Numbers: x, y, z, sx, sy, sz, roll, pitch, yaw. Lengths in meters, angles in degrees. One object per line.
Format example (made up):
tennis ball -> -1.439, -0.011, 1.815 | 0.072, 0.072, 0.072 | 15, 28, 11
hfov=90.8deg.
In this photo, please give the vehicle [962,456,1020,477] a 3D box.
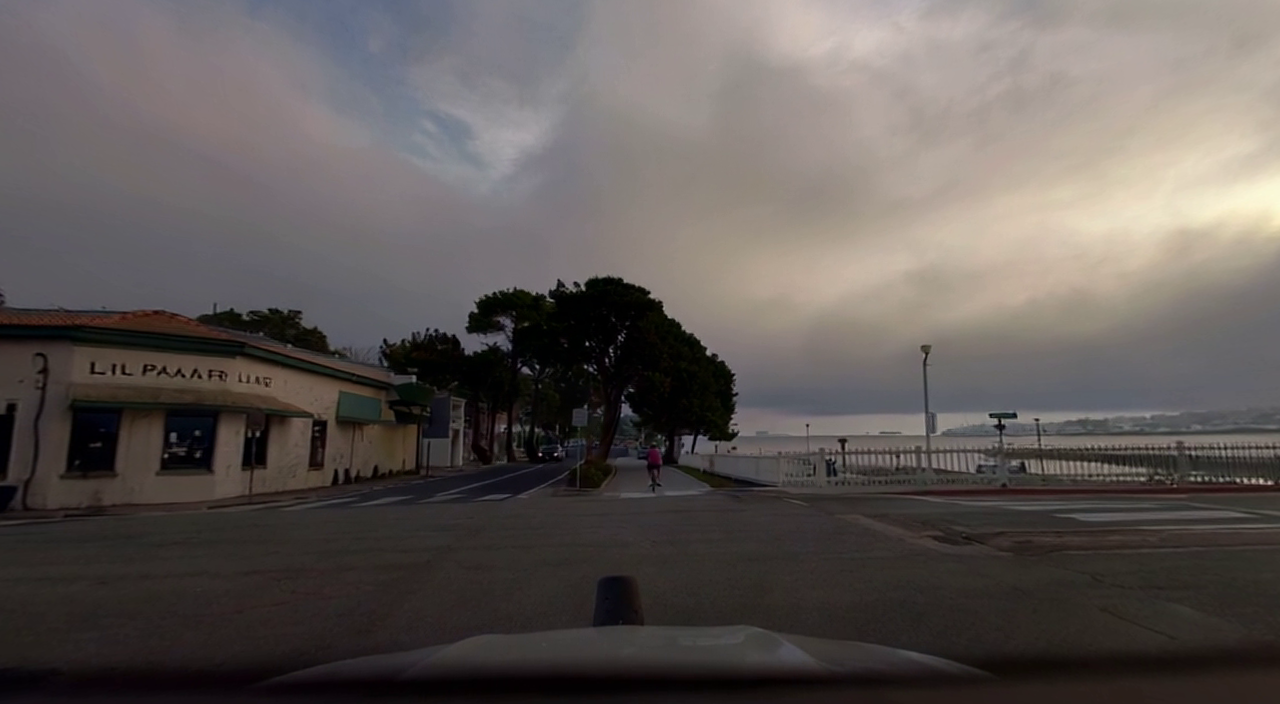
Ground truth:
vehicle -> 26.948, 8.748, 48.478 | 3.794, 1.403, 1.636 | 1, -9, -17
